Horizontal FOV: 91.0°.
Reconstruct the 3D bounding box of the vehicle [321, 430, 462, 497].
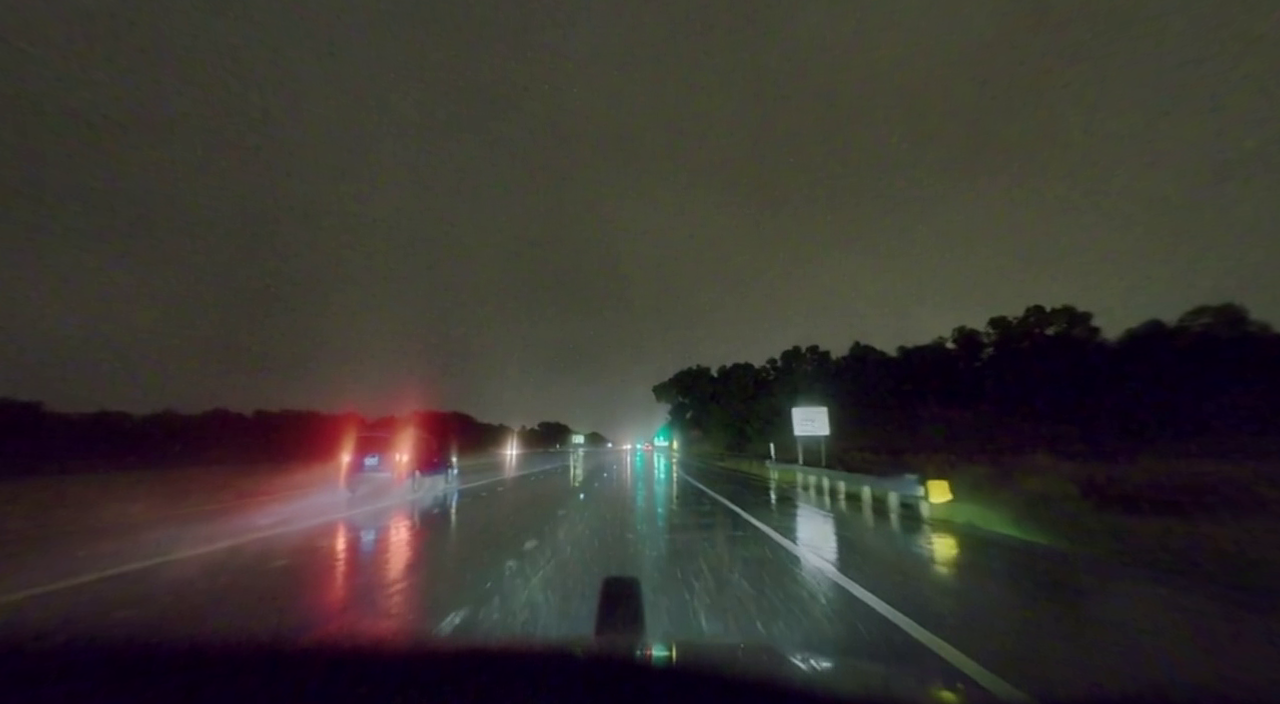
[{"bbox_3d":[-6.978,3.191,18.383,2.109,1.692,4.712,0,-9,1],"label":"vehicle"}]
